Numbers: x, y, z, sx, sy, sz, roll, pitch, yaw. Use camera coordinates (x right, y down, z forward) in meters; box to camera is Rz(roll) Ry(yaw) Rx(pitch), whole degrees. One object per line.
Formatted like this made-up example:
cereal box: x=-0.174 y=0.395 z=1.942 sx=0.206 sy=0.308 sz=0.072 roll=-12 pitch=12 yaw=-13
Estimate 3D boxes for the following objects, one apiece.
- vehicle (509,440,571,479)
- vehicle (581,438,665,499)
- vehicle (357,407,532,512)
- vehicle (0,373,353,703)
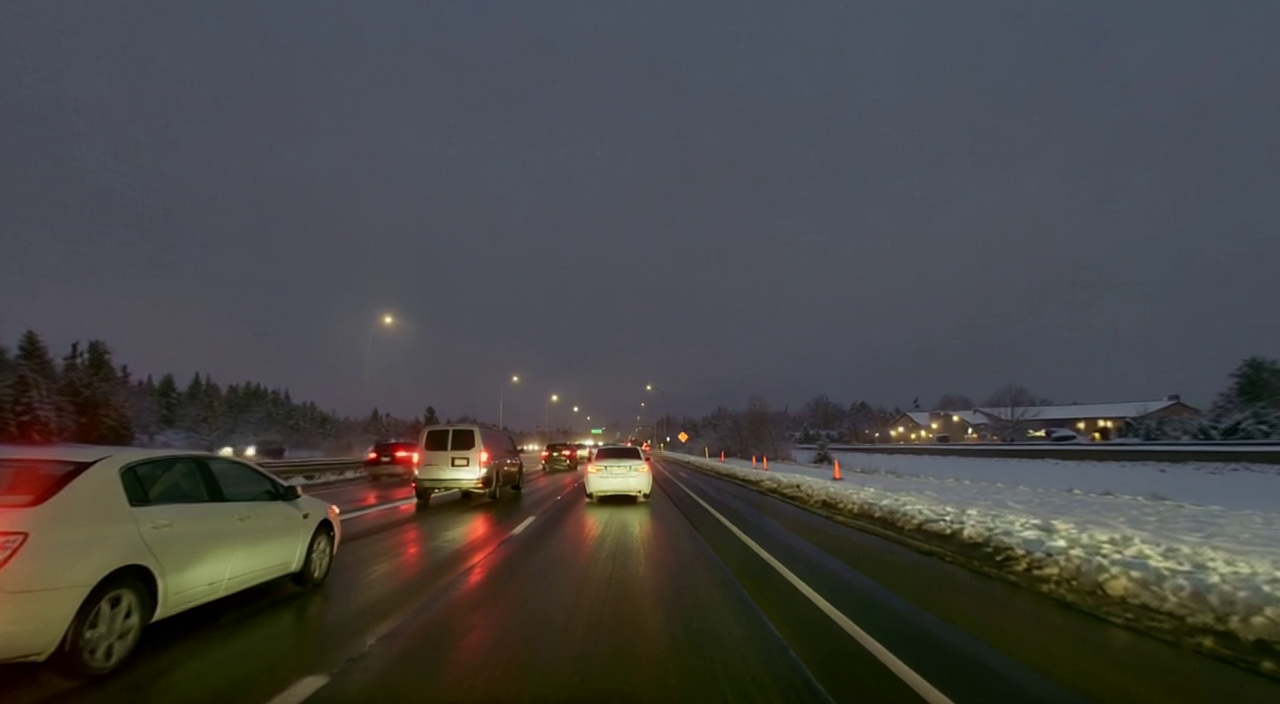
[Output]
vehicle: x=-3.993 y=4.349 z=25.832 sx=1.824 sy=1.459 sz=4.007 roll=0 pitch=-9 yaw=0
vehicle: x=-0.462 y=3.171 z=17.627 sx=2.069 sy=1.484 sz=3.918 roll=0 pitch=-9 yaw=-1
vehicle: x=-4.284 y=2.514 z=15.162 sx=2.324 sy=2.012 sz=5.740 roll=0 pitch=-9 yaw=0
vehicle: x=-3.859 y=1.066 z=3.887 sx=2.041 sy=1.604 sz=4.384 roll=0 pitch=-9 yaw=1
